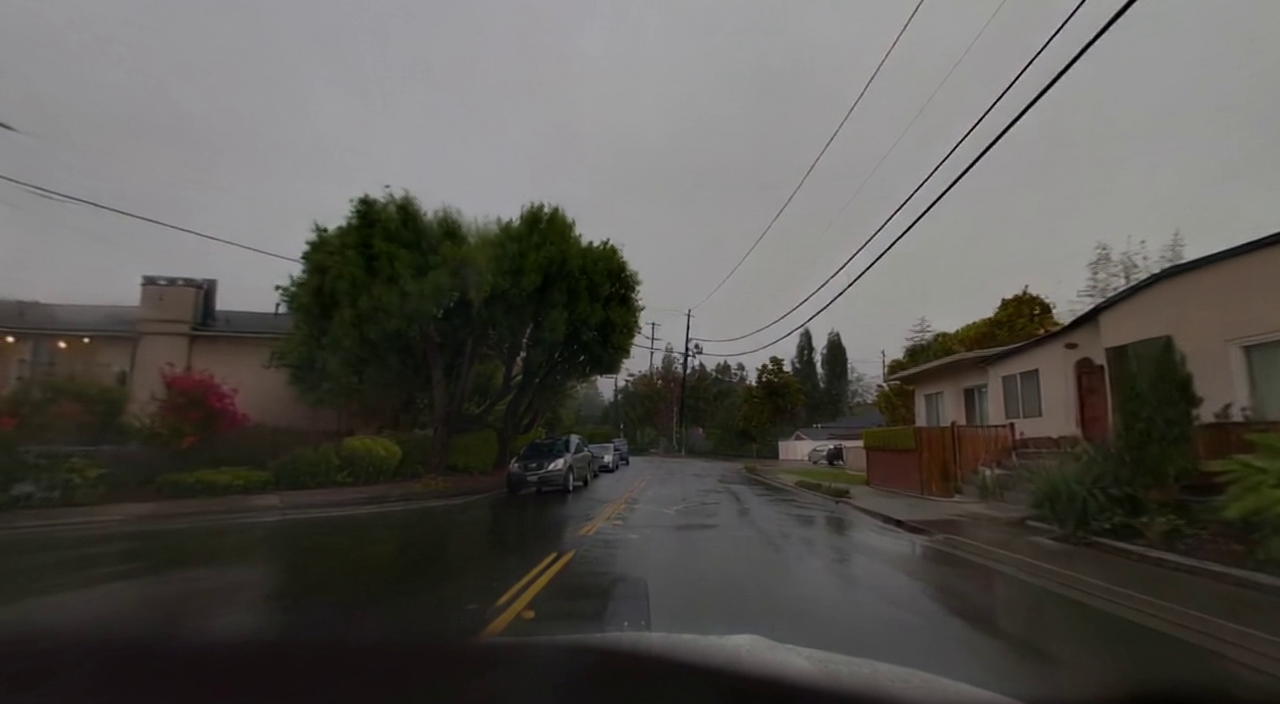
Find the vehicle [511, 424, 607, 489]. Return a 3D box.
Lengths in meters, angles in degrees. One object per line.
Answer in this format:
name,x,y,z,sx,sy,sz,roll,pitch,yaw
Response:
vehicle,-2.614,3.611,22.099,2.463,1.951,5.794,0,-8,2

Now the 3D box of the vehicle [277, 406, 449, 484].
vehicle,-10.728,3.674,25.028,5.828,2.818,2.231,2,-9,-15

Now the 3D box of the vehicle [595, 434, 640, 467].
vehicle,-1.285,6.001,38.426,2.139,1.882,4.635,-1,-8,6
